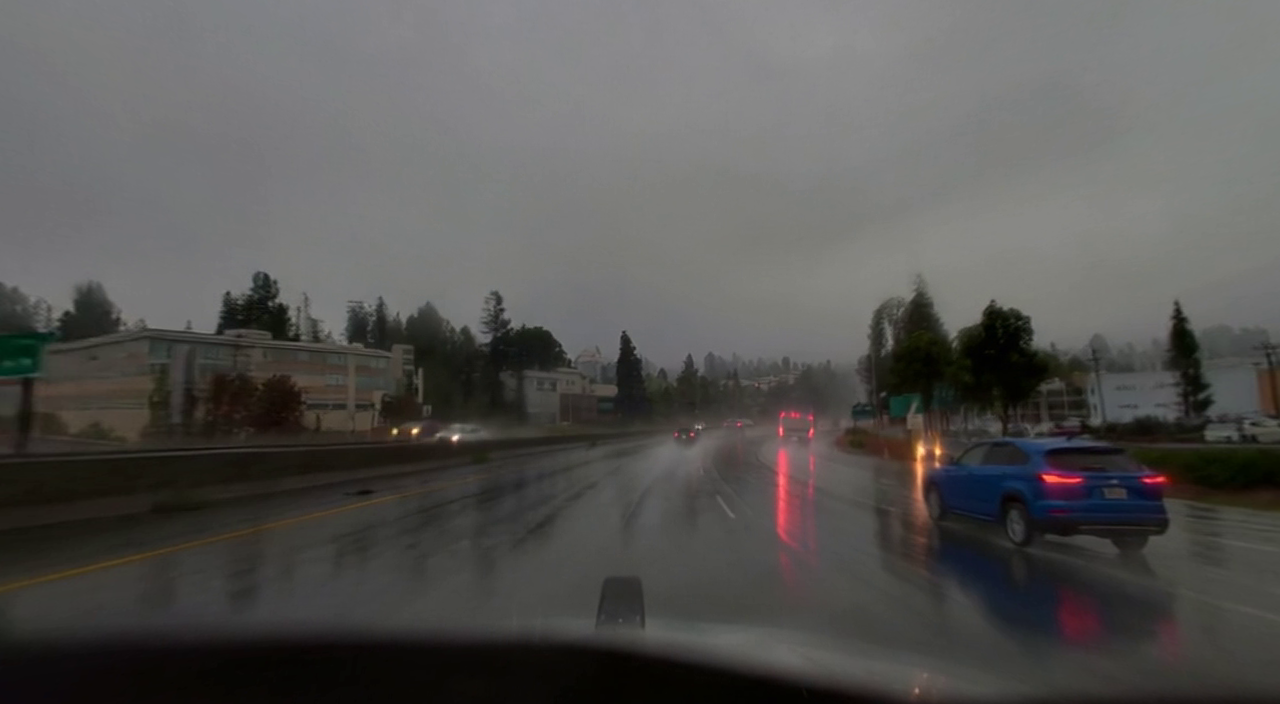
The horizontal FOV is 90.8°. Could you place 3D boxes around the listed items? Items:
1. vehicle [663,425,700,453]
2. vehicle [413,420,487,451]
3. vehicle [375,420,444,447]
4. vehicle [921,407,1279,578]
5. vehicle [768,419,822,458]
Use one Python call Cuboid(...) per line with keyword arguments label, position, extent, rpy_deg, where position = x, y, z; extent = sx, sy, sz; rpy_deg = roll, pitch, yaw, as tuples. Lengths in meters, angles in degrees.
Cuboid(label="vehicle", position=(2.874, 5.938, 42.939), extent=(2.181, 1.768, 4.383), rpy_deg=(-1, -9, 9))
Cuboid(label="vehicle", position=(-10.257, 4.607, 34.565), extent=(2.179, 1.522, 4.505), rpy_deg=(-1, -9, 7))
Cuboid(label="vehicle", position=(-13.506, 4.879, 37.369), extent=(2.030, 1.457, 4.365), rpy_deg=(-1, -9, 6))
Cuboid(label="vehicle", position=(5.685, 1.706, 8.451), extent=(2.097, 1.659, 4.320), rpy_deg=(0, -9, 4))
Cuboid(label="vehicle", position=(9.622, 5.509, 39.811), extent=(2.526, 2.230, 6.190), rpy_deg=(0, -9, 7))
